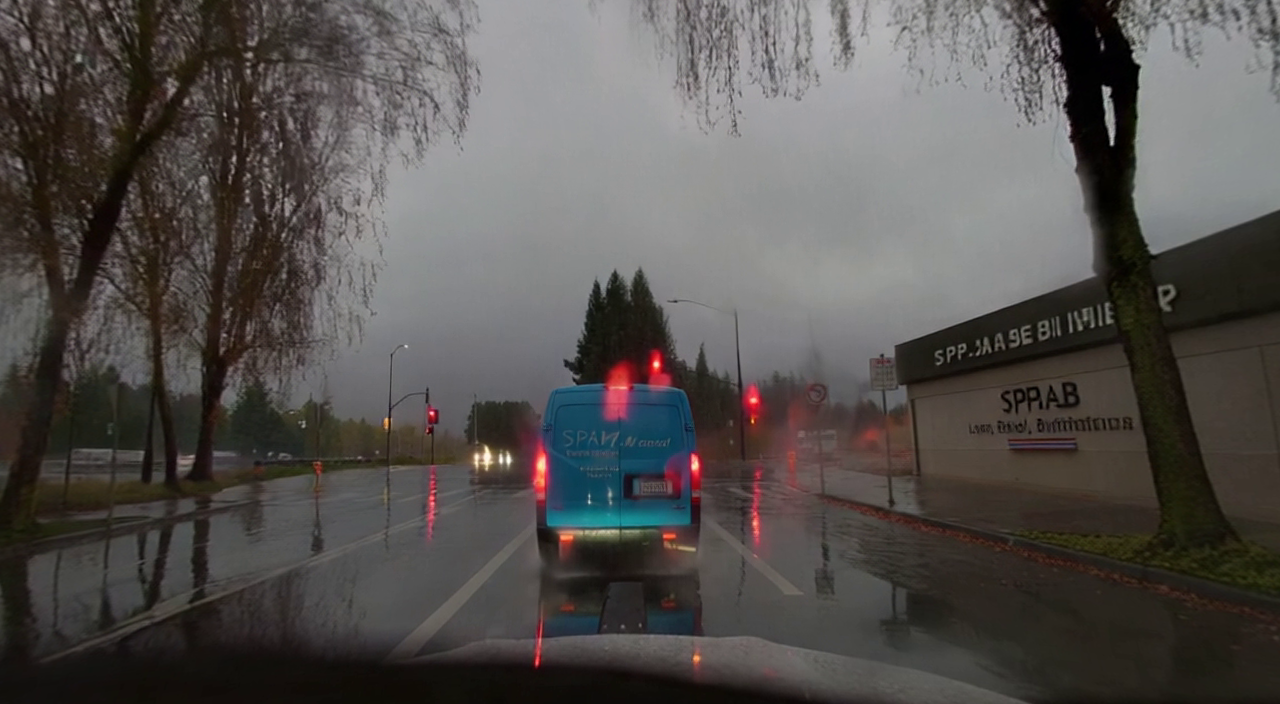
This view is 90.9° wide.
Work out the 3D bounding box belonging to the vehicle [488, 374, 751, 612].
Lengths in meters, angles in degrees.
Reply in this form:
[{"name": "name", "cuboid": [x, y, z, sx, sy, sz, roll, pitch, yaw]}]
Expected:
[{"name": "vehicle", "cuboid": [-0.296, 1.467, 7.294, 2.181, 1.949, 3.932, 1, -9, -4]}]
